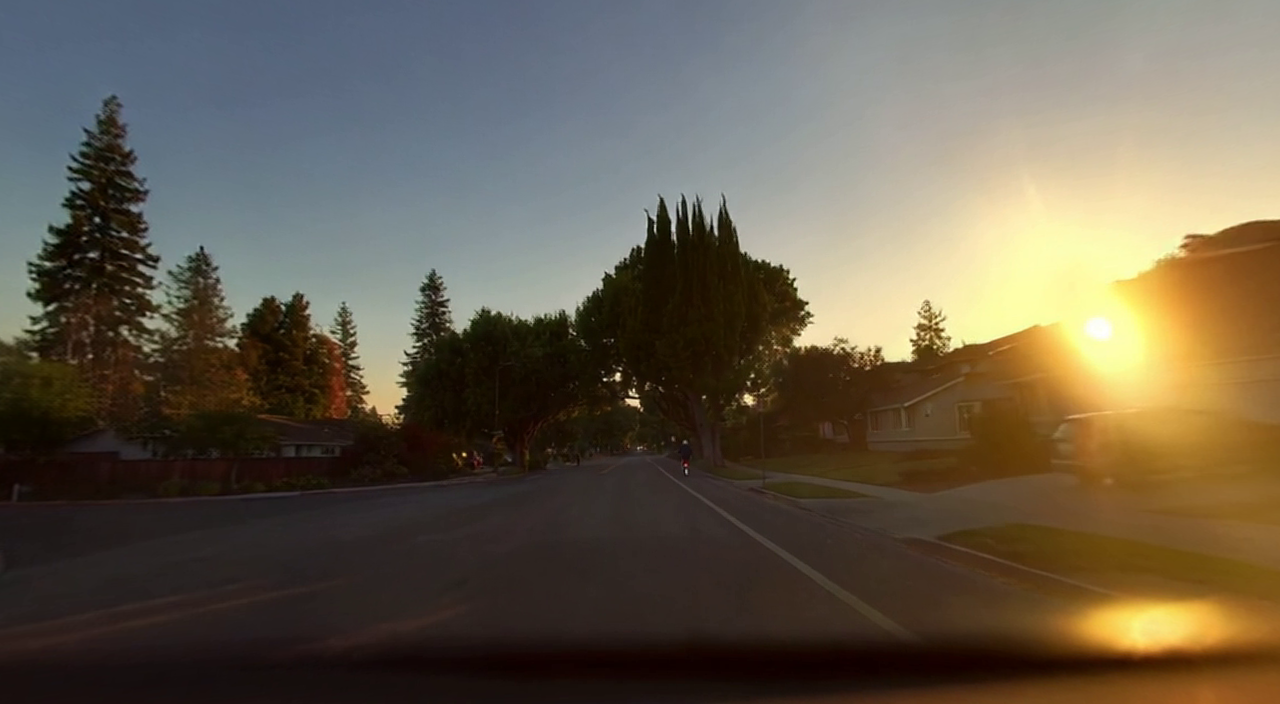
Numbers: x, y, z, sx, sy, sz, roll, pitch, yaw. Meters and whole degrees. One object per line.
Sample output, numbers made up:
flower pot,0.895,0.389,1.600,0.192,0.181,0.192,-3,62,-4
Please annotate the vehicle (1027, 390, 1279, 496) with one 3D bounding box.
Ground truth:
vehicle,10.309,1.768,12.318,4.146,1.866,1.897,-1,-9,7

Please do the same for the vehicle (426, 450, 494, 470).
vehicle,-13.781,8.300,48.593,4.717,1.465,1.887,1,-9,-4
